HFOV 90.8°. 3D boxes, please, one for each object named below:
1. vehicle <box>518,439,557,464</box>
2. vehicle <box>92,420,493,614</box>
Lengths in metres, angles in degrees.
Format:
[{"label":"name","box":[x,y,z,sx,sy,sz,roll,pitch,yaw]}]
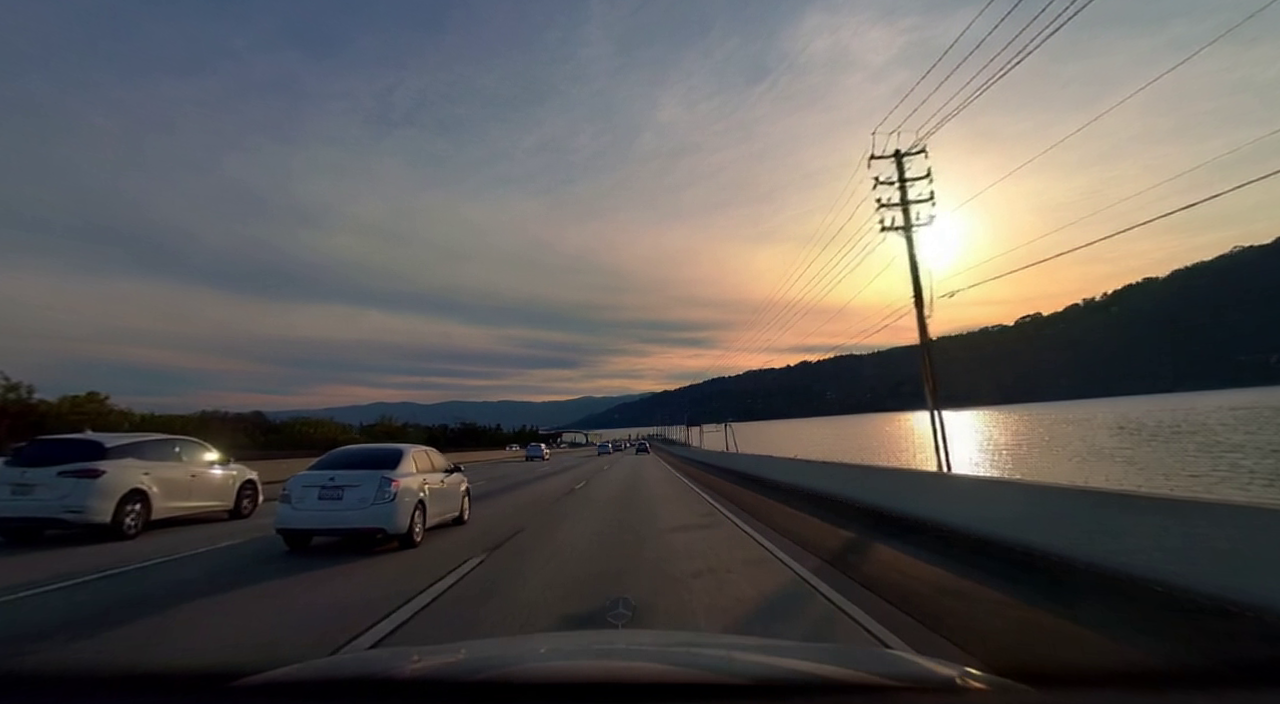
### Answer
[{"label":"vehicle","box":[-7.435,7.255,46.263,2.050,1.717,4.418,0,-8,0]},{"label":"vehicle","box":[-3.247,1.625,7.228,2.015,1.501,4.454,0,-8,1]}]
